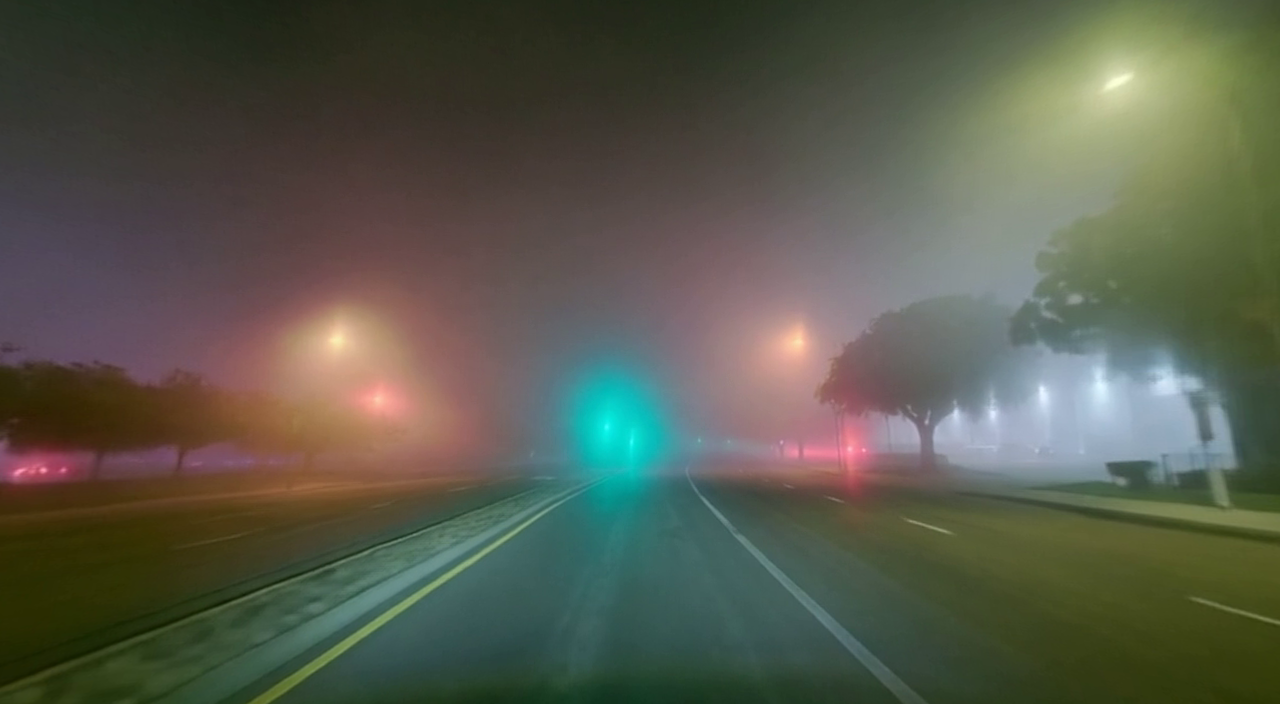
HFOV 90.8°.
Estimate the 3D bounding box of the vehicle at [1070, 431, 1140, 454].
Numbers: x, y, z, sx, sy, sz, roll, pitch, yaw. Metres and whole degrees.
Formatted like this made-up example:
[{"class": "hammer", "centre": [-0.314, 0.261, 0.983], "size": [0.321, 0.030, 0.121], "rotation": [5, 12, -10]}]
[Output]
[{"class": "vehicle", "centre": [36.492, 7.127, 49.594], "size": [4.540, 1.717, 1.926], "rotation": [2, -9, -16]}]
